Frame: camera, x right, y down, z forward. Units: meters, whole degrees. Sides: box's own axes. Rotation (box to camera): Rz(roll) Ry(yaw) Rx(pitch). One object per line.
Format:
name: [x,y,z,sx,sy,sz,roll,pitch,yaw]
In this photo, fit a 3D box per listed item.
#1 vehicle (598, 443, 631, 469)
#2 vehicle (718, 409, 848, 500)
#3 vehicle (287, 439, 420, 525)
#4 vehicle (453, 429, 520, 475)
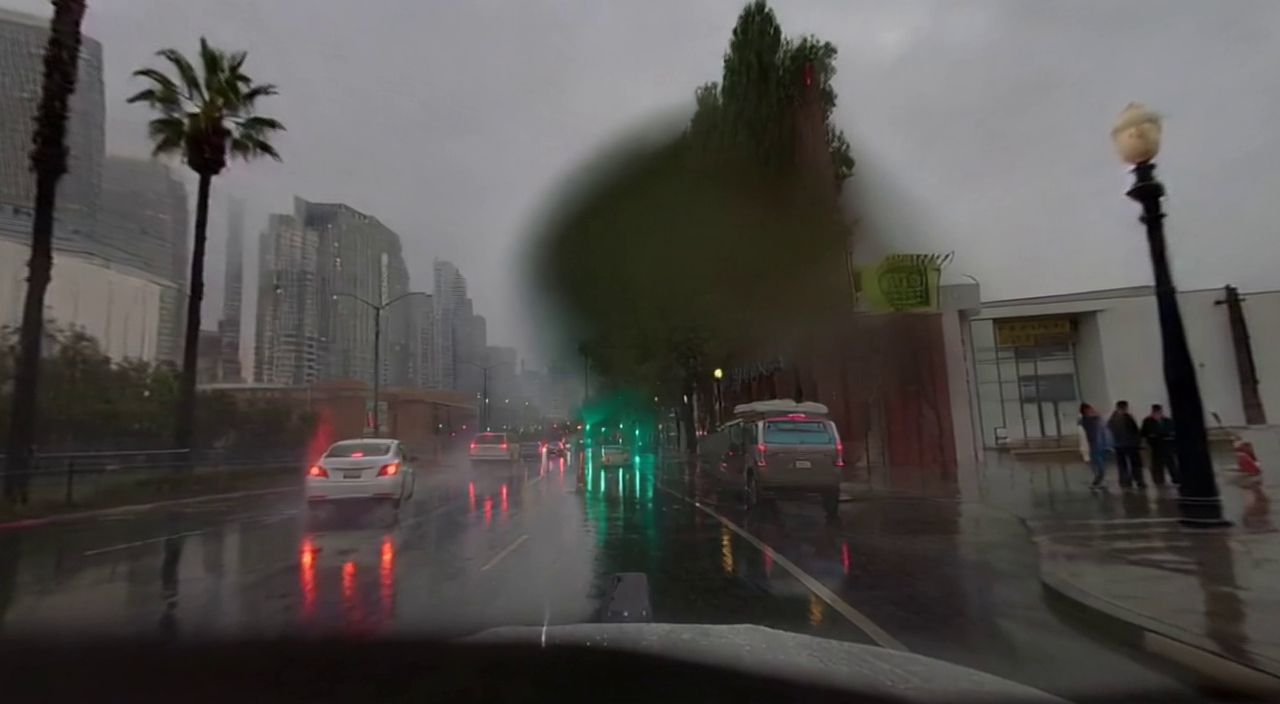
vehicle: [-1.662,6.522,39.696,1.972,1.473,4.000,0,-9,-4]
vehicle: [3.751,2.835,17.705,2.126,2.167,5.098,0,-9,-4]
vehicle: [-5.905,2.659,13.573,1.930,1.477,4.657,2,-9,-17]
vehicle: [-7.342,4.852,30.762,2.164,2.047,5.455,0,-9,-3]
